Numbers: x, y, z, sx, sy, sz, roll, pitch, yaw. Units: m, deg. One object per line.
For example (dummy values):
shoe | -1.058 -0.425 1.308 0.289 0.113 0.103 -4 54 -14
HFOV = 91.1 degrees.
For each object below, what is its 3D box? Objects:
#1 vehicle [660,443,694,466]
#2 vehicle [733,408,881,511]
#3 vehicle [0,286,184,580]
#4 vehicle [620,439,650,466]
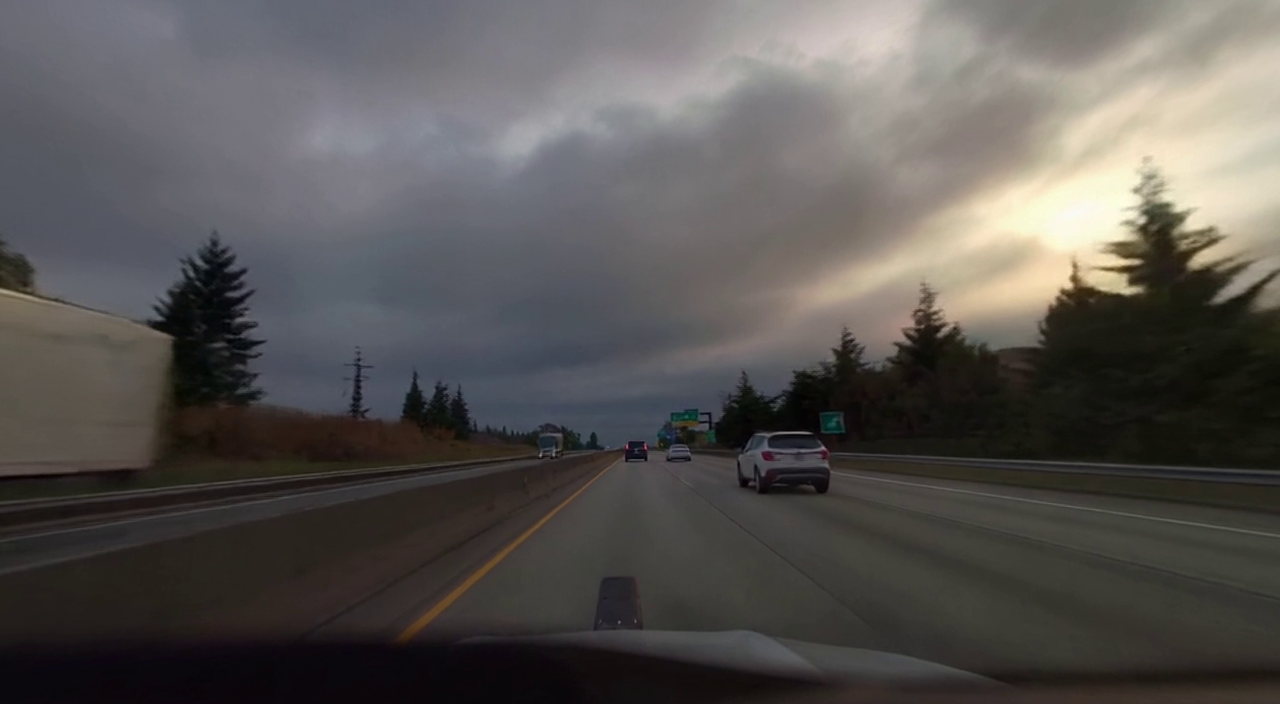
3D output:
vehicle | 2.696 7.599 46.772 2.123 1.620 4.959 0 -9 -1
vehicle | 3.606 2.442 14.621 1.981 1.984 4.623 0 -9 -2
vehicle | -10.609 0.575 5.086 3.462 4.045 14.036 0 -9 -1
vehicle | -0.396 7.585 47.691 2.192 1.912 4.524 0 -9 -1
